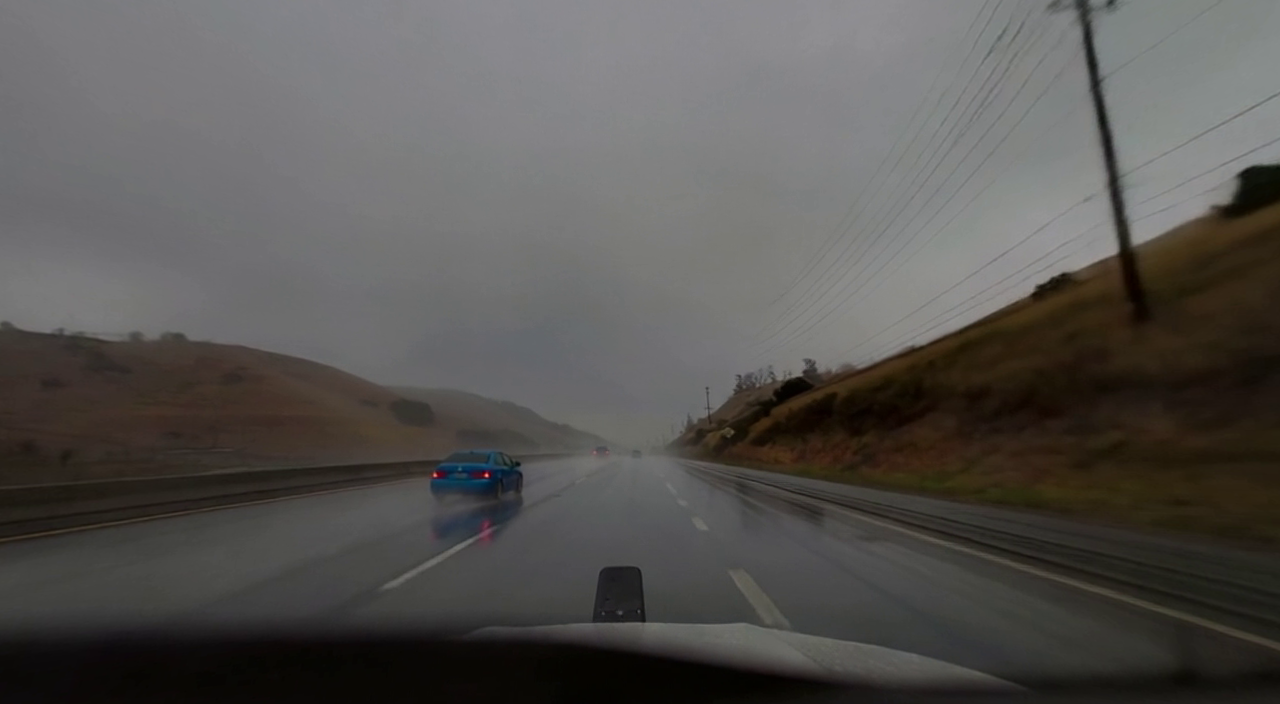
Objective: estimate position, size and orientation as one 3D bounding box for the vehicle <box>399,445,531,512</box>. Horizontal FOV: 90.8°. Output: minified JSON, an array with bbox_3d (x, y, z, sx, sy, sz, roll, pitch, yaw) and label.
[{"bbox_3d":[-4.380,3.250,16.796,2.064,1.489,4.966,0,-9,0],"label":"vehicle"}]
